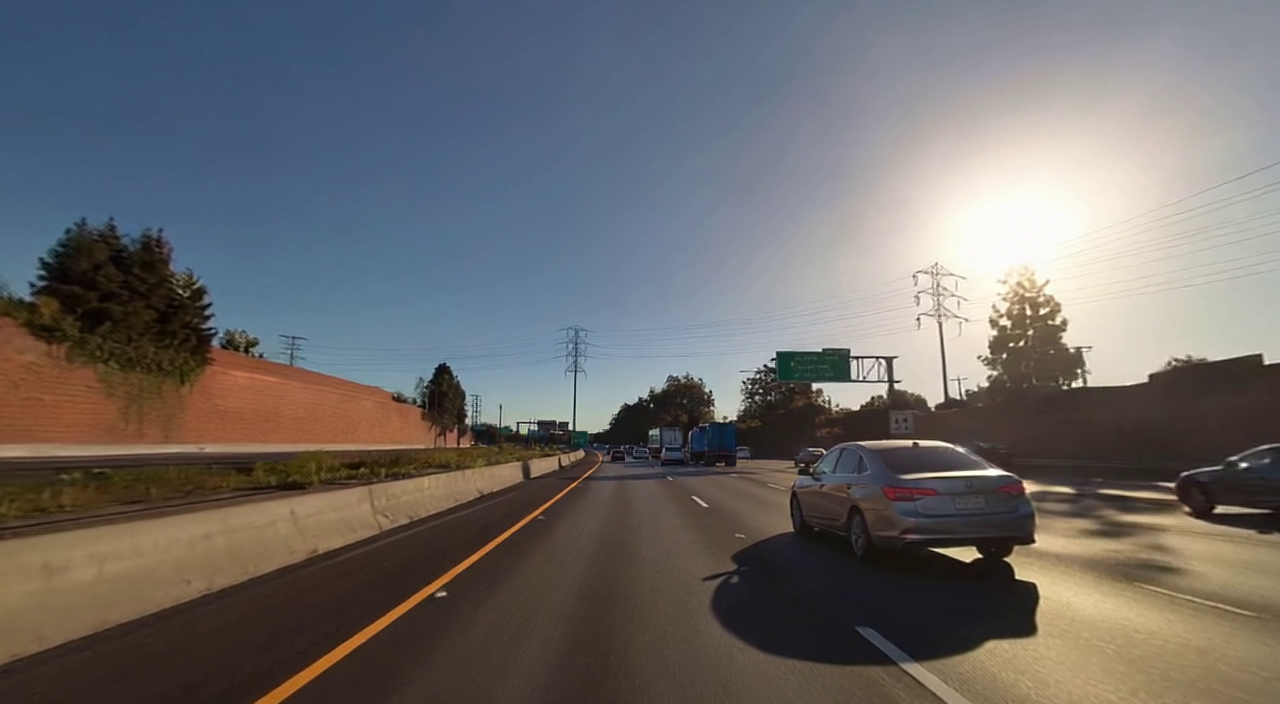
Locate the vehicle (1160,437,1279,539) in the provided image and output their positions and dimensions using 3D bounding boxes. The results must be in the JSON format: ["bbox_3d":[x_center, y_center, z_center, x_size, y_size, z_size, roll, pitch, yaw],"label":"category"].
[{"bbox_3d":[10.261,1.922,8.836,1.980,1.473,4.618,0,-9,-1],"label":"vehicle"}]

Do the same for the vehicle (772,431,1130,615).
[{"bbox_3d":[2.966,1.696,7.258,1.922,1.465,4.165,0,-9,-1],"label":"vehicle"}]

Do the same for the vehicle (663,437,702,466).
[{"bbox_3d":[2.908,6.966,44.306,2.114,1.849,4.692,0,-9,-3],"label":"vehicle"}]

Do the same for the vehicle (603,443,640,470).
[{"bbox_3d":[-1.140,6.188,37.608,2.083,1.477,3.965,0,-9,-3],"label":"vehicle"}]
